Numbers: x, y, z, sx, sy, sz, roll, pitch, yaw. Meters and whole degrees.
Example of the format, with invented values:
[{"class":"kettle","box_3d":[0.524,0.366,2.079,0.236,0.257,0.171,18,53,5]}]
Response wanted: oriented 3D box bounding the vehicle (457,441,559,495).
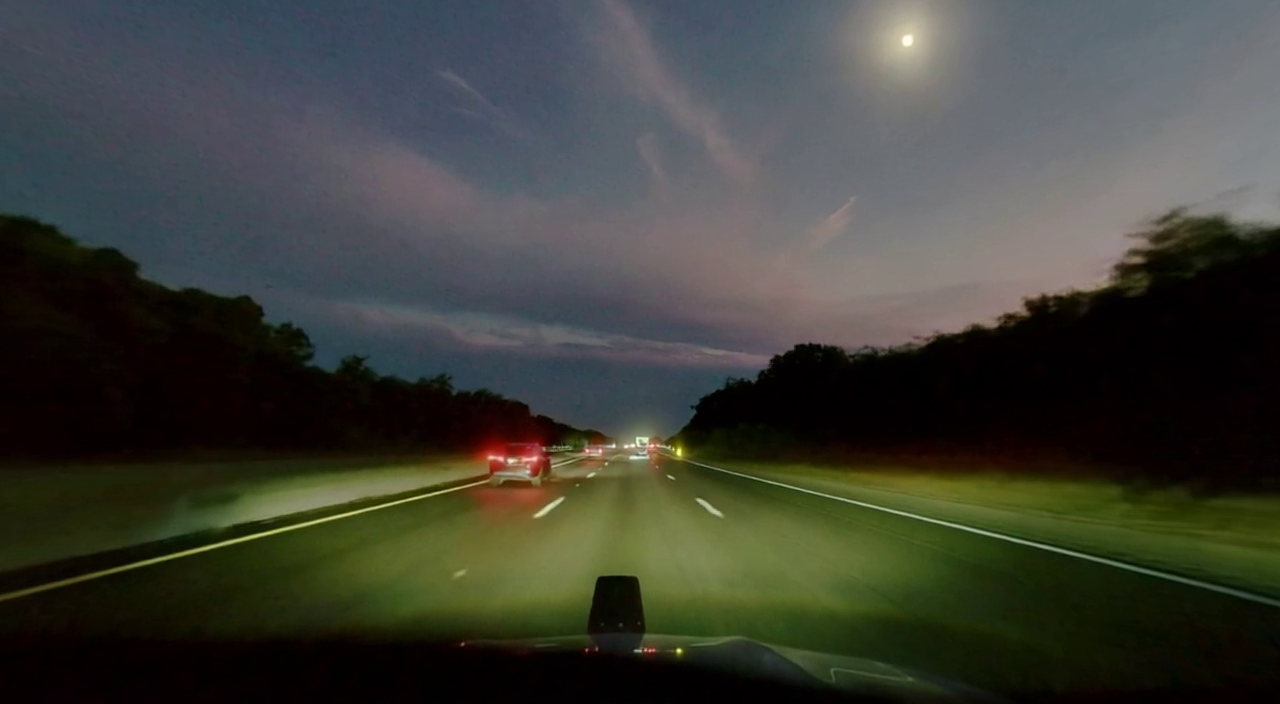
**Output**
[{"class":"vehicle","box_3d":[-3.951,3.582,19.803,2.169,1.473,4.631,0,-9,0]}]
